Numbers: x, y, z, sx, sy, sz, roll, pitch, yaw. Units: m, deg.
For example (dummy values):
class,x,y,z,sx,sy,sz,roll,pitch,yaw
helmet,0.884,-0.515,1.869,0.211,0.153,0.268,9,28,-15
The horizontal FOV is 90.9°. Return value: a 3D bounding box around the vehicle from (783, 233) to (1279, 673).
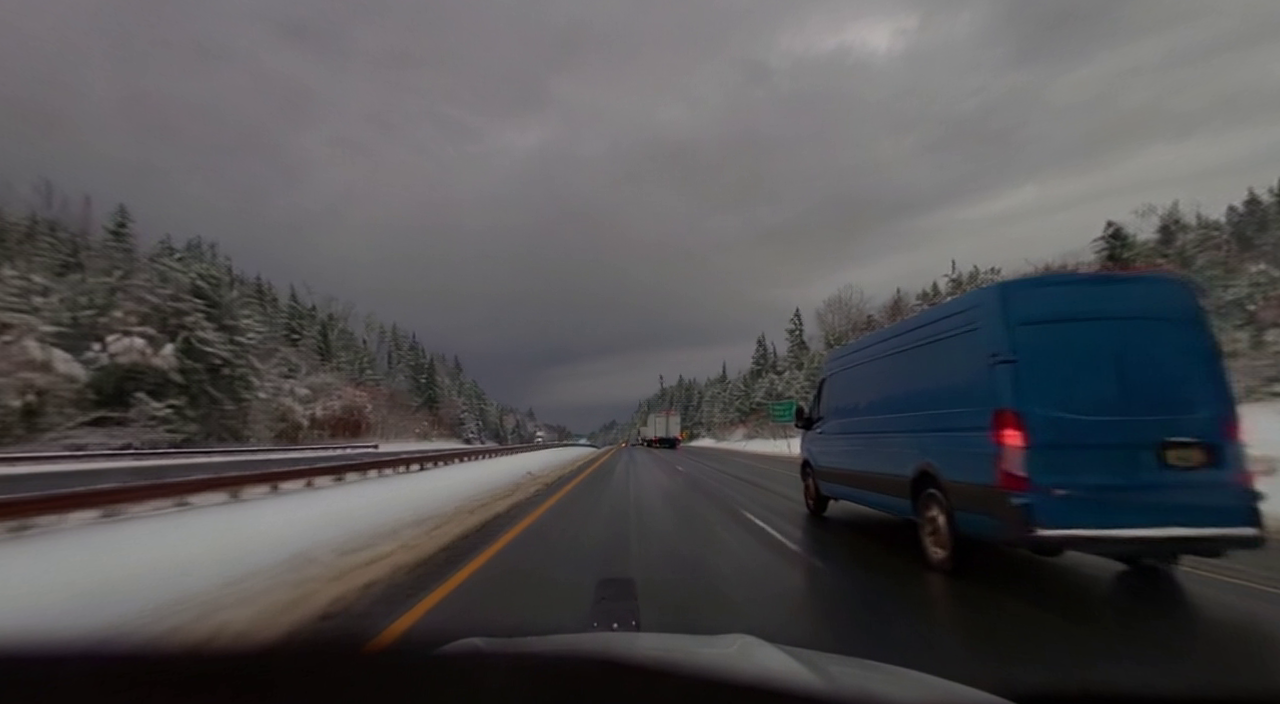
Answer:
class,x,y,z,sx,sy,sz,roll,pitch,yaw
vehicle,3.614,0.951,6.799,2.570,2.596,6.082,0,-8,-1
